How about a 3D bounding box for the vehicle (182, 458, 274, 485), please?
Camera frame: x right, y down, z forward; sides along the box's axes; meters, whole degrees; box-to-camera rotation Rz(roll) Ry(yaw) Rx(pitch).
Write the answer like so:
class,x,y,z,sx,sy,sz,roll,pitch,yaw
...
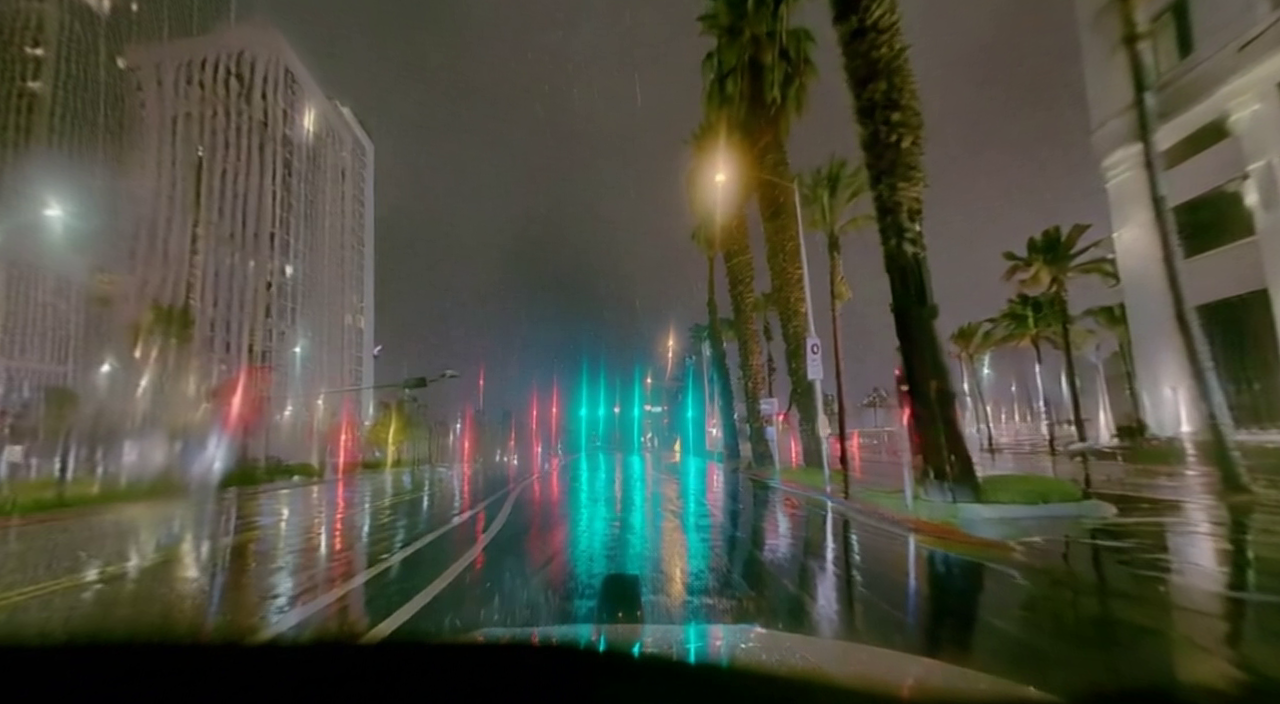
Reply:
class,x,y,z,sx,sy,sz,roll,pitch,yaw
vehicle,-28.624,8.310,44.072,1.979,1.644,4.875,-5,-10,30
